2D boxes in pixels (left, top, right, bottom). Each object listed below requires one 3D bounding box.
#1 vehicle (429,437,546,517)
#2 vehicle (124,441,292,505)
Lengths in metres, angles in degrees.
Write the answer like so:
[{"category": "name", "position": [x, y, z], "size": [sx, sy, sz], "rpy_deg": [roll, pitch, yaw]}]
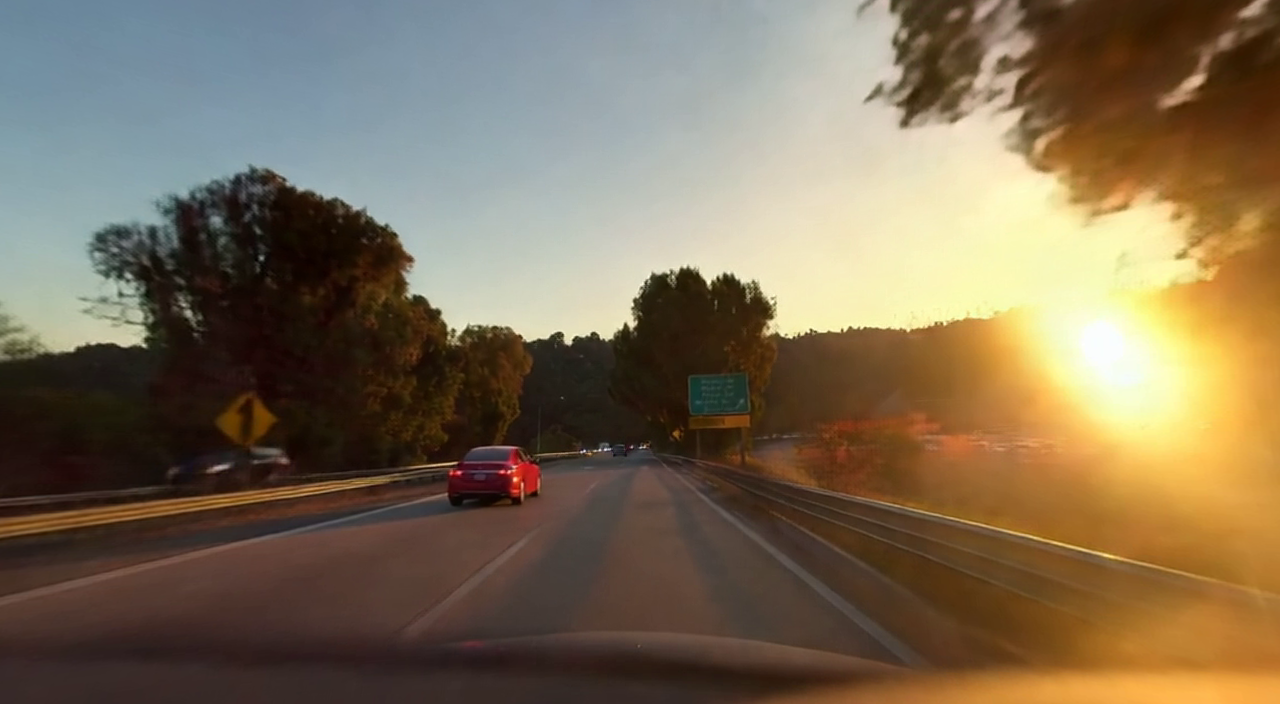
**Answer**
[{"category": "vehicle", "position": [-3.261, 2.722, 14.177], "size": [1.675, 1.537, 3.574], "rpy_deg": [0, -9, 1]}, {"category": "vehicle", "position": [-14.817, 4.155, 22.091], "size": [2.174, 1.954, 5.022], "rpy_deg": [-1, -9, 2]}]
